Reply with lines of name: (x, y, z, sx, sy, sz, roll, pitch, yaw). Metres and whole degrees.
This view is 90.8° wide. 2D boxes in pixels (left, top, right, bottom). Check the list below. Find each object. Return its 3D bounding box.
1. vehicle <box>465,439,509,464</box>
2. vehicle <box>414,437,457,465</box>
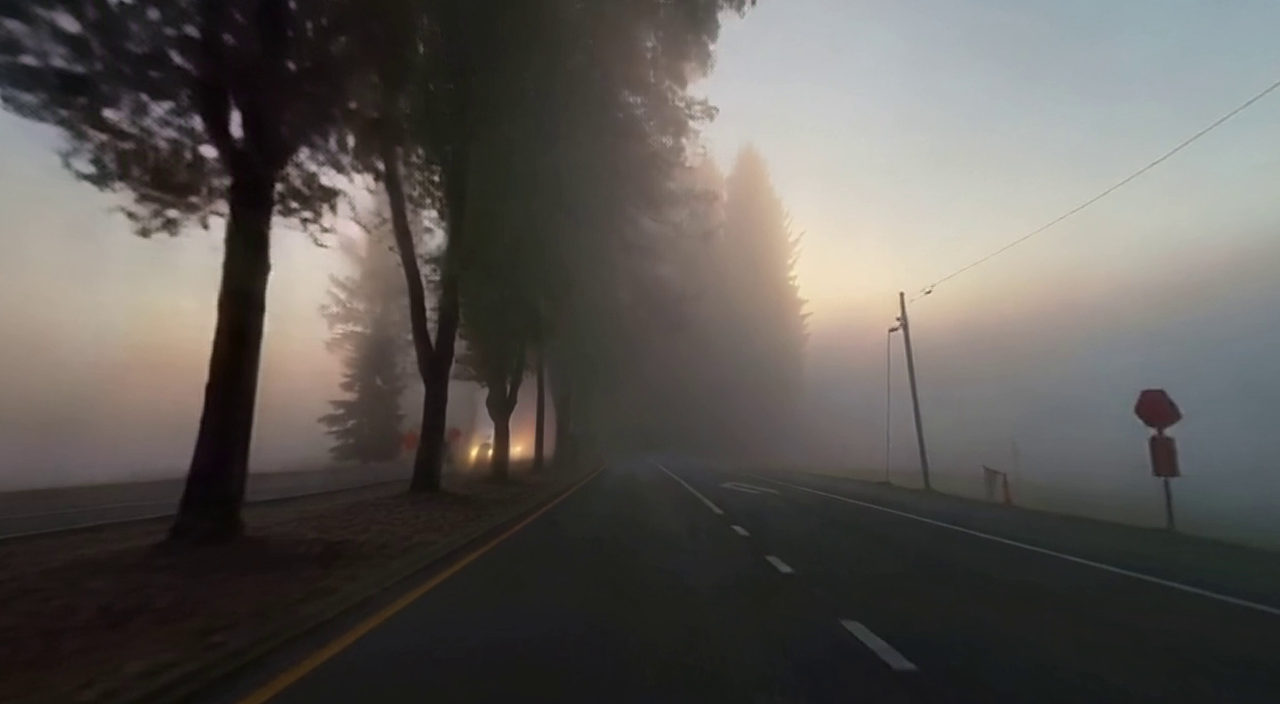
vehicle: (-11.554, 7.569, 48.010, 2.236, 1.758, 4.564, 0, -9, -1)
vehicle: (-15.712, 7.594, 48.620, 2.340, 2.062, 3.192, 0, -9, -3)
